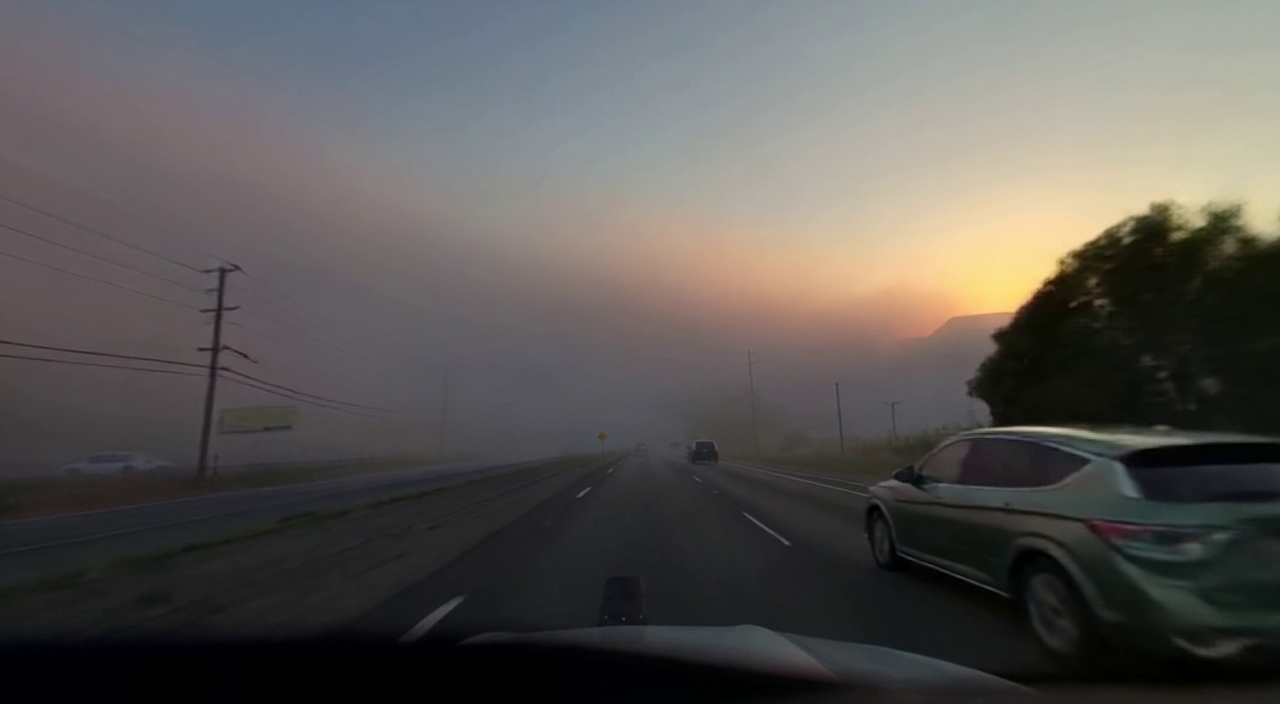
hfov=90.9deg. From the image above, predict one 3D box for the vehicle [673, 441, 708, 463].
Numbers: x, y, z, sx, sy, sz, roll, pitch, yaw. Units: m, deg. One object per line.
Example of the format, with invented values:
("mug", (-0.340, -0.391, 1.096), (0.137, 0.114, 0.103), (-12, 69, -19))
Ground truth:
("vehicle", (3.617, 7.201, 45.664), (2.148, 1.538, 4.430), (0, -8, 0))
